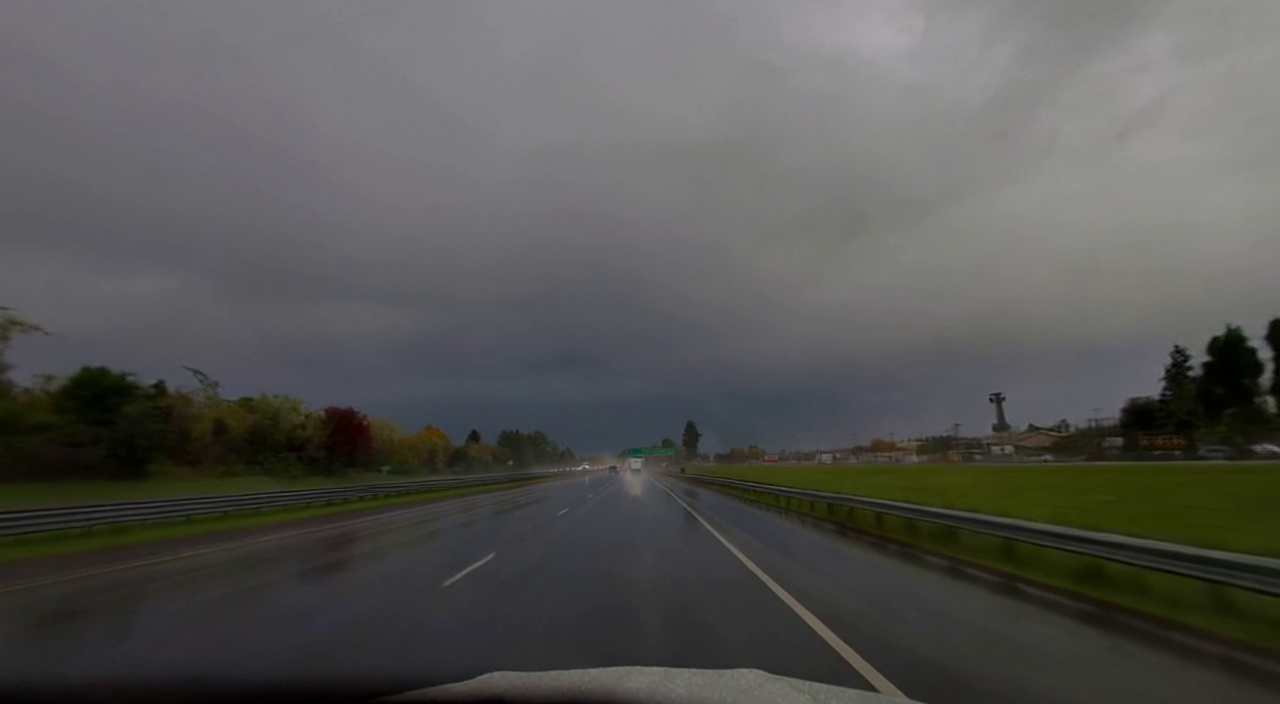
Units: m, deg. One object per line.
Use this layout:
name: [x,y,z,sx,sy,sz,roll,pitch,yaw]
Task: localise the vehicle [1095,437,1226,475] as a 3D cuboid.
vehicle: [25.778,5.191,31.326,4.723,1.688,2.004,-9,-15,43]
